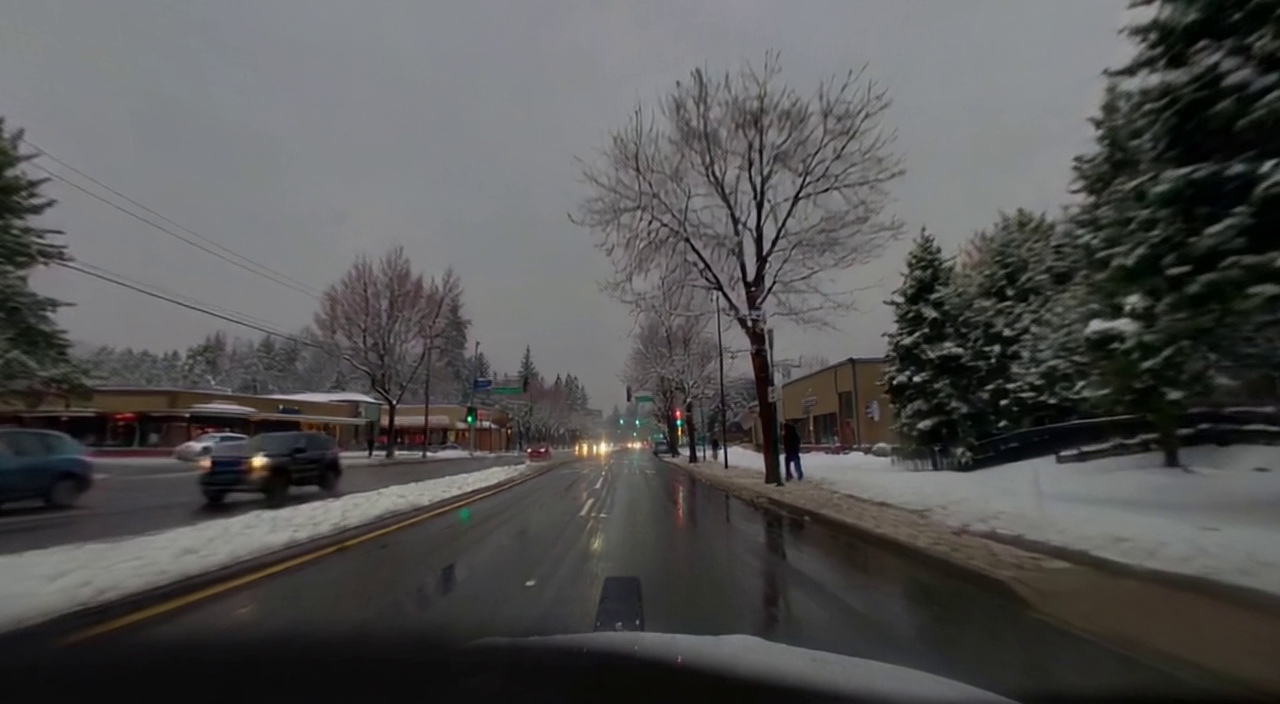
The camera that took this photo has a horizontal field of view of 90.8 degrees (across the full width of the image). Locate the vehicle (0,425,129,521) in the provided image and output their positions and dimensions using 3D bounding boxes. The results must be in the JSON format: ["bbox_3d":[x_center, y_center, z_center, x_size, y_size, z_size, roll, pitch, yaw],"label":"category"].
[{"bbox_3d":[-12.558,2.252,11.870,2.046,1.716,4.423,-1,-8,2],"label":"vehicle"}]

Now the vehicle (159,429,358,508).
[{"bbox_3d":[-9.224,2.825,15.866,2.052,1.676,4.463,-1,-8,3],"label":"vehicle"}]

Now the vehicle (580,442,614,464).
[{"bbox_3d":[-3.103,7.390,46.478,2.122,1.469,4.388,0,-8,0],"label":"vehicle"}]
